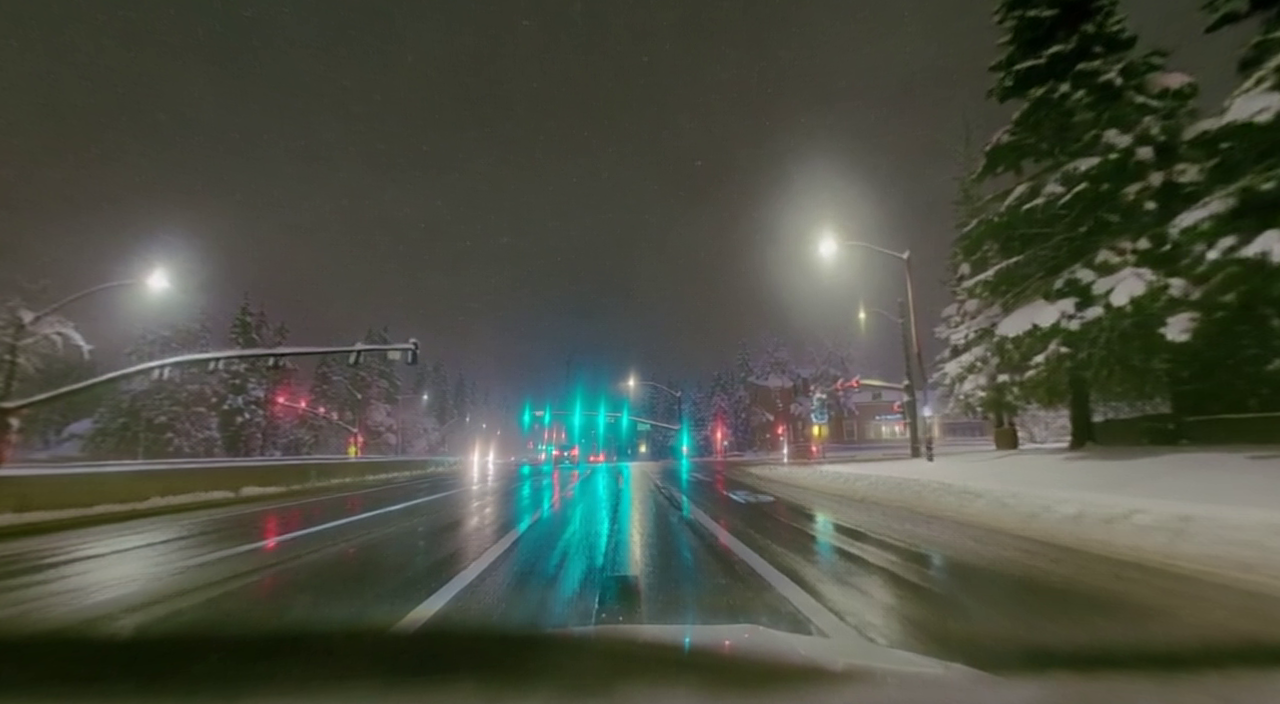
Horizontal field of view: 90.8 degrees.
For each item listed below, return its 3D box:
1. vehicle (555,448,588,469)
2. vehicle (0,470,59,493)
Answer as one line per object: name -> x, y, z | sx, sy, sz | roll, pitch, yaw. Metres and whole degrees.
vehicle -> -5.018, 7.912, 46.974 | 2.073, 1.445, 4.151 | 0, -8, -2
vehicle -> -48.601, 10.051, 49.078 | 4.801, 1.625, 2.063 | 0, -8, -1
